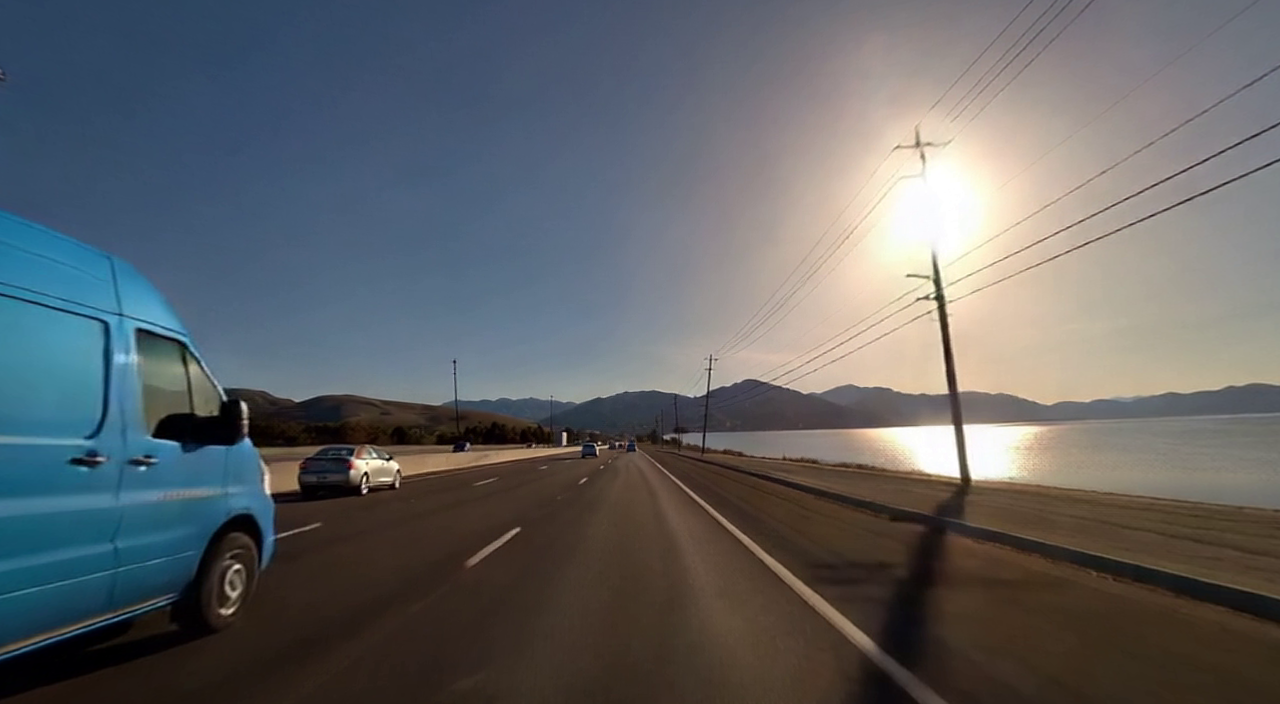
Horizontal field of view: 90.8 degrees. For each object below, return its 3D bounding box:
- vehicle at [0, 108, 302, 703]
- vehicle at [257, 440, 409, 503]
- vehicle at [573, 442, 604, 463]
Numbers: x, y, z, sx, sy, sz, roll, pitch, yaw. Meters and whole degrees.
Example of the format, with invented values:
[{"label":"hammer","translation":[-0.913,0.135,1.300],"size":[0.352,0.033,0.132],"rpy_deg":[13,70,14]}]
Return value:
[{"label":"vehicle","translation":[-3.870,0.204,1.604],"size":[2.331,2.757,6.581],"rpy_deg":[0,-8,0]},{"label":"vehicle","translation":[-8.015,3.138,17.053],"size":[1.847,1.456,4.471],"rpy_deg":[0,-8,0]},{"label":"vehicle","translation":[-3.961,7.810,49.352],"size":[2.097,1.514,4.209],"rpy_deg":[0,-8,-1]}]
